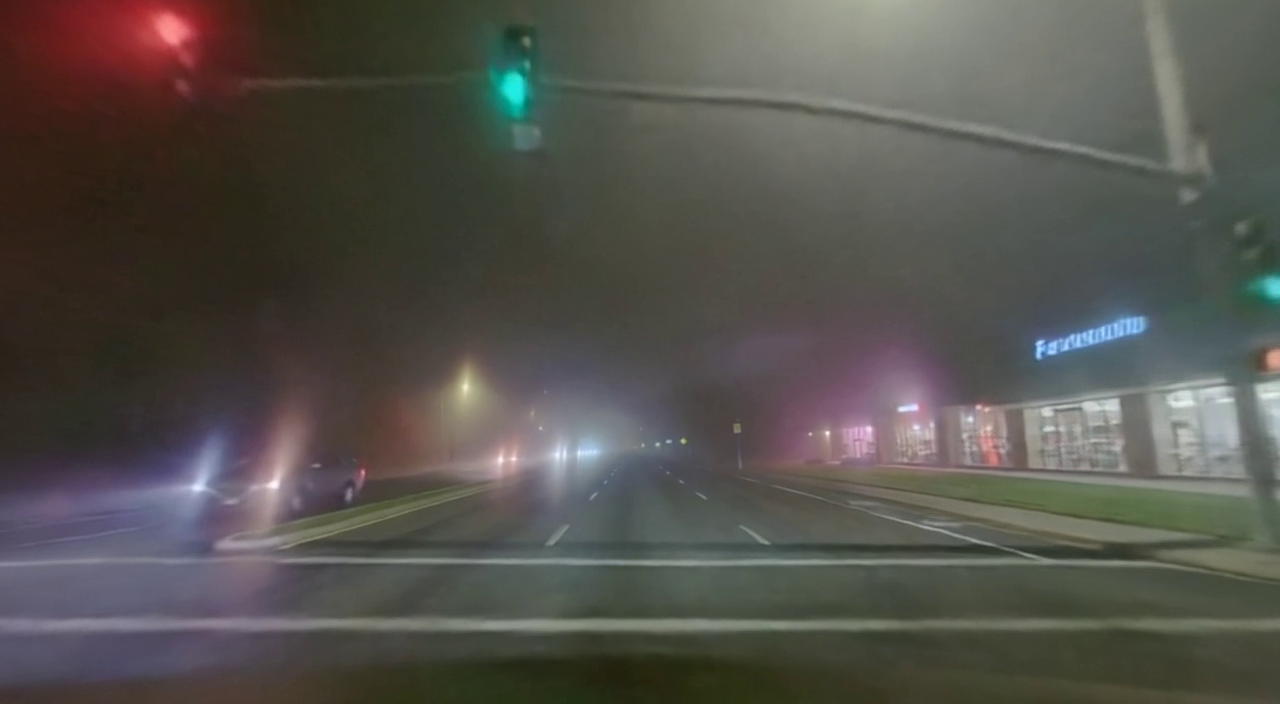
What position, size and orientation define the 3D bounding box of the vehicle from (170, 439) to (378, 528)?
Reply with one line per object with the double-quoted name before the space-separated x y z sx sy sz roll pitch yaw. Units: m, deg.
"vehicle" -7.657 2.818 13.875 2.011 1.490 4.472 -3 -10 -2
